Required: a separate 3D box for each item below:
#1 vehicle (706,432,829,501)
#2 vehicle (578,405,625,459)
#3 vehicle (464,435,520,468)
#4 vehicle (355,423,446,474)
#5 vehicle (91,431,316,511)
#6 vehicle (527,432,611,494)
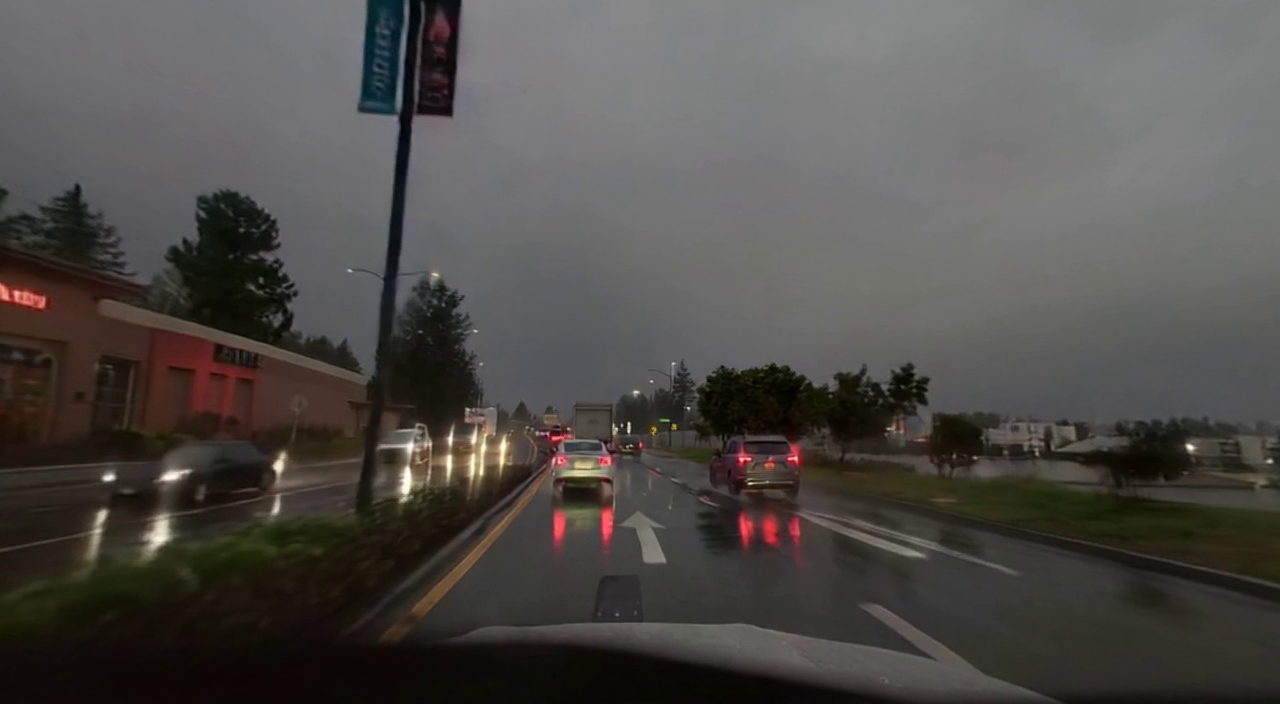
[{"bbox_3d":[2.970,2.747,15.592,1.889,1.480,3.876,1,-8,-5],"label":"vehicle"},{"bbox_3d":[-2.855,5.742,45.002,2.917,3.482,6.946,1,-8,-7],"label":"vehicle"},{"bbox_3d":[-7.366,4.952,31.754,2.026,1.520,4.475,1,-8,-4],"label":"vehicle"},{"bbox_3d":[-10.343,4.204,27.709,2.165,1.966,5.251,1,-8,-3],"label":"vehicle"},{"bbox_3d":[-9.401,2.556,14.157,1.993,1.482,4.420,1,-8,-2],"label":"vehicle"},{"bbox_3d":[-1.931,2.933,17.010,1.991,1.472,3.518,1,-8,-7],"label":"vehicle"}]
